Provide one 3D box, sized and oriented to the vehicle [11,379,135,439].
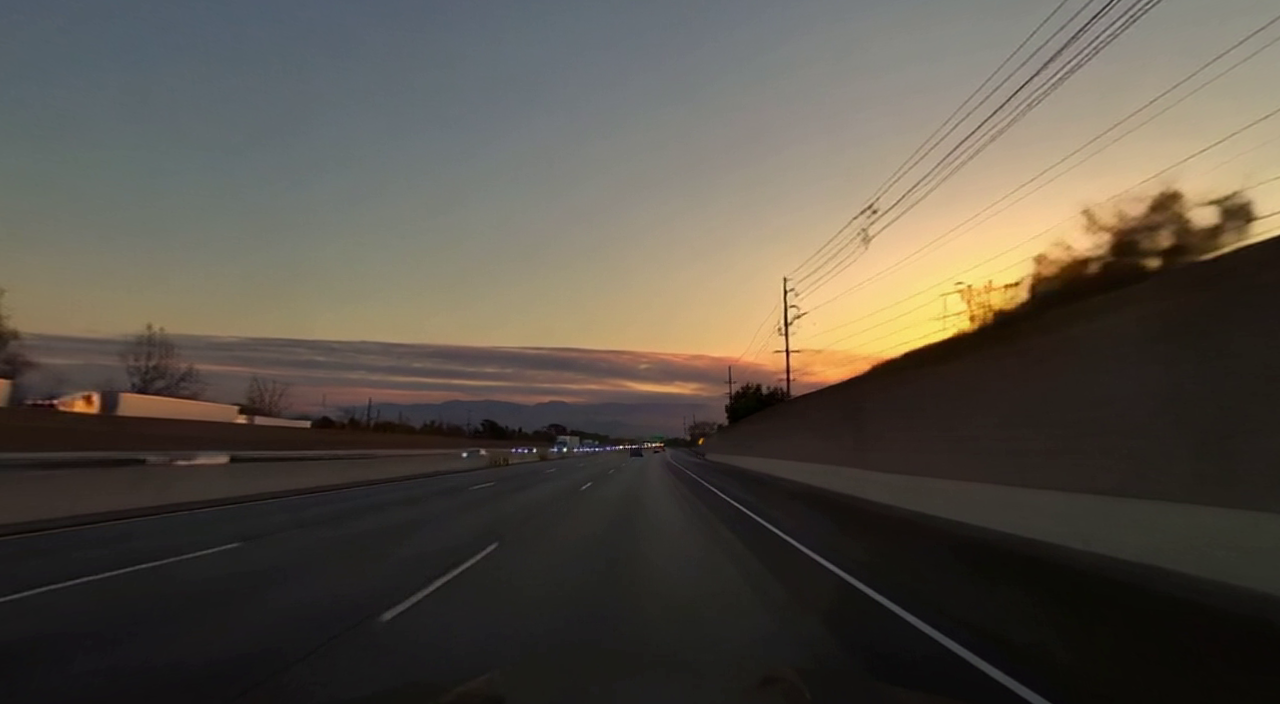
[{"bbox_3d":[-41.978,4.367,46.974,2.956,4.052,6.119,-1,-9,6],"label":"vehicle"}]
